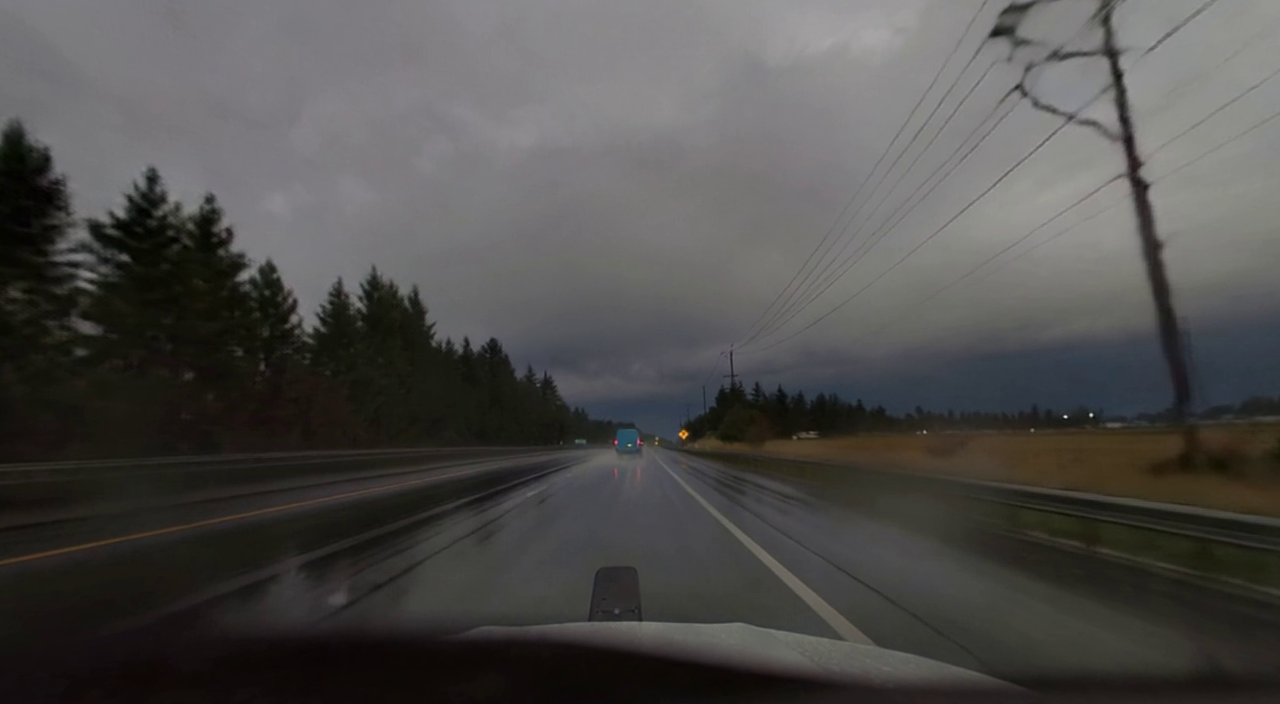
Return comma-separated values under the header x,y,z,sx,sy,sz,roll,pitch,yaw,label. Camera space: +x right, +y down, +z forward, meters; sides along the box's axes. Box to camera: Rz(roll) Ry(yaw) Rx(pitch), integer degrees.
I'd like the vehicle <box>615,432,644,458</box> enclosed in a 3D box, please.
x,y,z,sx,sy,sz,roll,pitch,yaw,label
-0.747,6.951,47.277,2.041,1.856,4.353,0,-8,0,vehicle
